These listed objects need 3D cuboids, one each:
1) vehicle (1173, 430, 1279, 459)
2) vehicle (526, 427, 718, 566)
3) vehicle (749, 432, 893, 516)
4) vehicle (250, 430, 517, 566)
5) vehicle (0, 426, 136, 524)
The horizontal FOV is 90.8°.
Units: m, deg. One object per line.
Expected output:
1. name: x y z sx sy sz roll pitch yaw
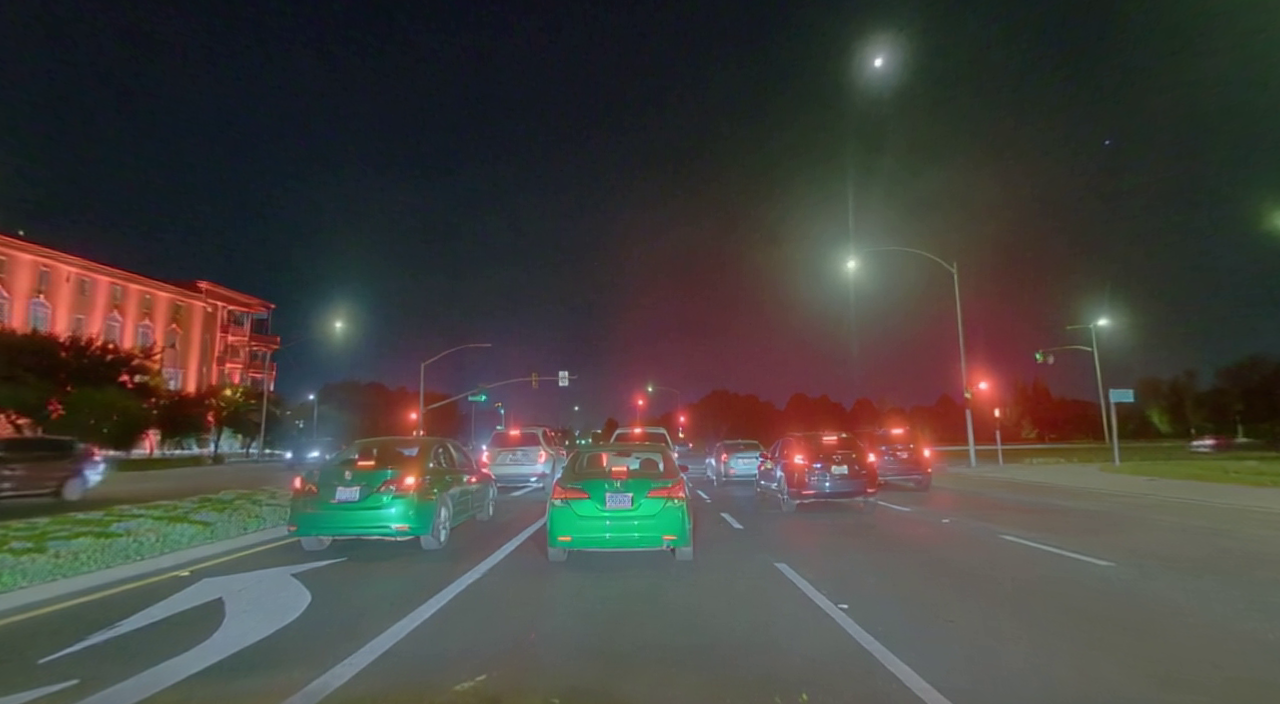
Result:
1. vehicle: 36.409 5.696 38.734 5.265 1.702 1.930 -5 -10 28
2. vehicle: -0.197 1.825 8.702 2.041 1.450 3.847 0 -8 0
3. vehicle: 3.572 2.464 13.260 1.880 1.476 3.932 0 -8 1
4. vehicle: -3.187 1.886 8.943 1.917 1.441 4.128 -1 -8 2
5. vehicle: -12.481 2.347 12.278 2.082 1.704 4.488 1 -8 -8
